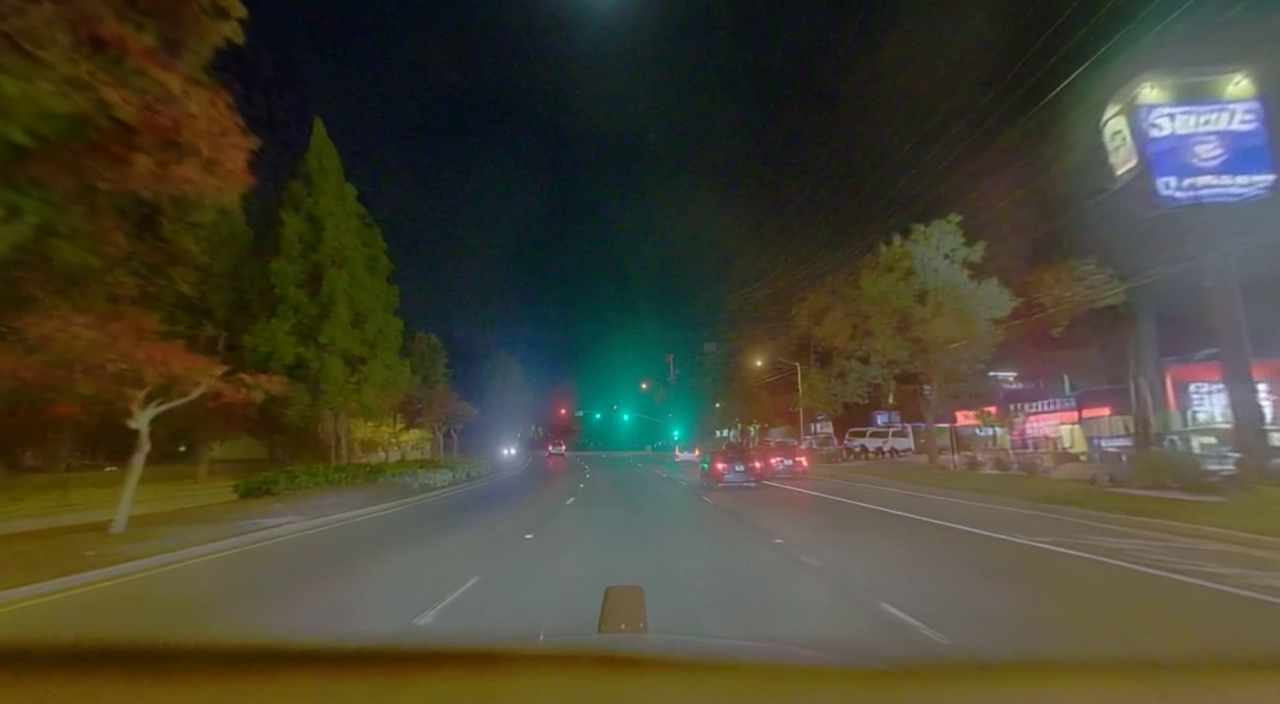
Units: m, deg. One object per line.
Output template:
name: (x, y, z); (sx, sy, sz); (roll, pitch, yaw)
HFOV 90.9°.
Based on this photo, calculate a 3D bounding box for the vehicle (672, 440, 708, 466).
vehicle: (3.572, 7.338, 46.003); (2.250, 1.723, 4.424); (0, -8, 0)

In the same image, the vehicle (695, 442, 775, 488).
vehicle: (3.277, 3.991, 22.675); (2.130, 1.476, 4.453); (0, -8, -1)
